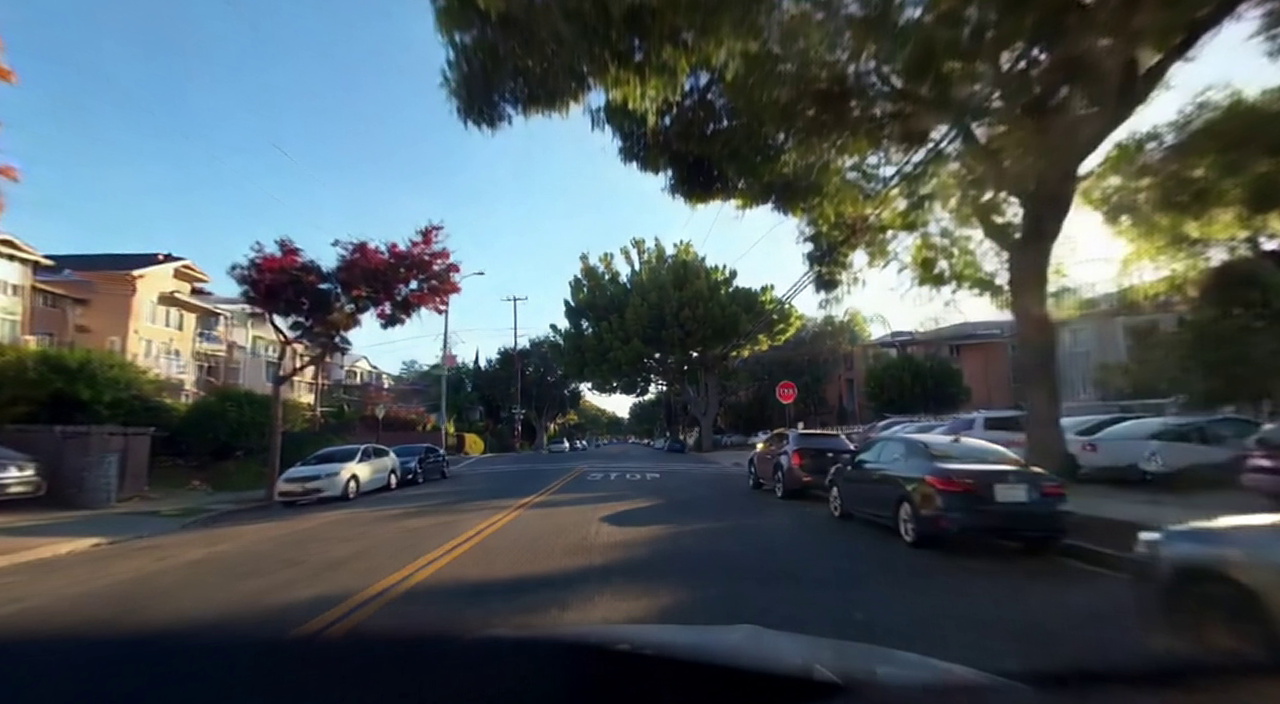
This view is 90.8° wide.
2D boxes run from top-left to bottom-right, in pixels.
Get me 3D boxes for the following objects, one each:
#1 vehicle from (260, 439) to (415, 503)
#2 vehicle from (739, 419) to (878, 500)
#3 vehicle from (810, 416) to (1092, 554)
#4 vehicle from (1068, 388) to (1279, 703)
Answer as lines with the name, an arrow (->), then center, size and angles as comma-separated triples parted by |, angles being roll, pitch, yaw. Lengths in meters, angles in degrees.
vehicle -> -7.898, 3.111, 17.076 | 1.904, 1.488, 4.600 | 0, -8, 0
vehicle -> 3.727, 2.456, 14.820 | 1.976, 1.614, 4.052 | 0, -8, -3
vehicle -> 4.025, 1.774, 9.138 | 1.846, 1.506, 4.165 | 0, -8, -2
vehicle -> 4.075, 0.842, 2.093 | 2.133, 1.586, 4.498 | 0, -8, 0
